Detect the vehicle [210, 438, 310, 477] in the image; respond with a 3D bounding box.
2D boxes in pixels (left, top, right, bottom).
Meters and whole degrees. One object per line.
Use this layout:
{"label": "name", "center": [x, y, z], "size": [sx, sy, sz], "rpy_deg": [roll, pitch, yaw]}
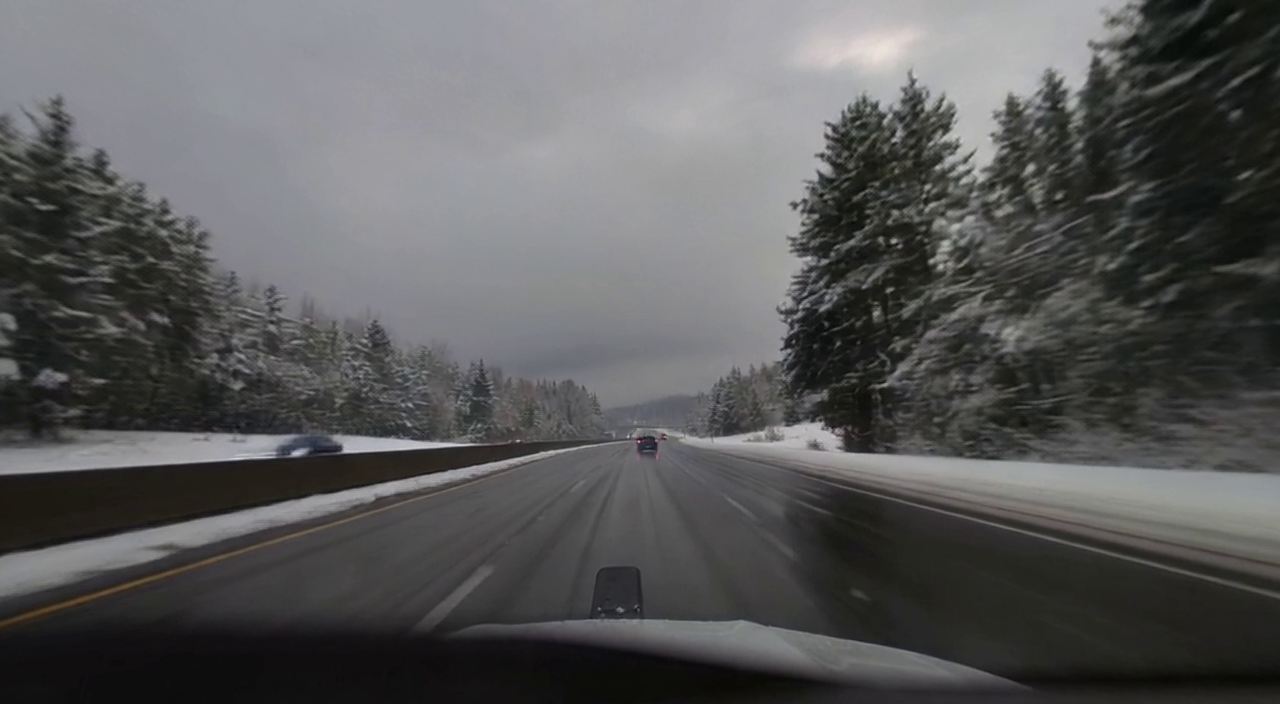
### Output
{"label": "vehicle", "center": [-16.123, 4.449, 26.948], "size": [1.827, 1.510, 3.956], "rpy_deg": [0, -8, 0]}
